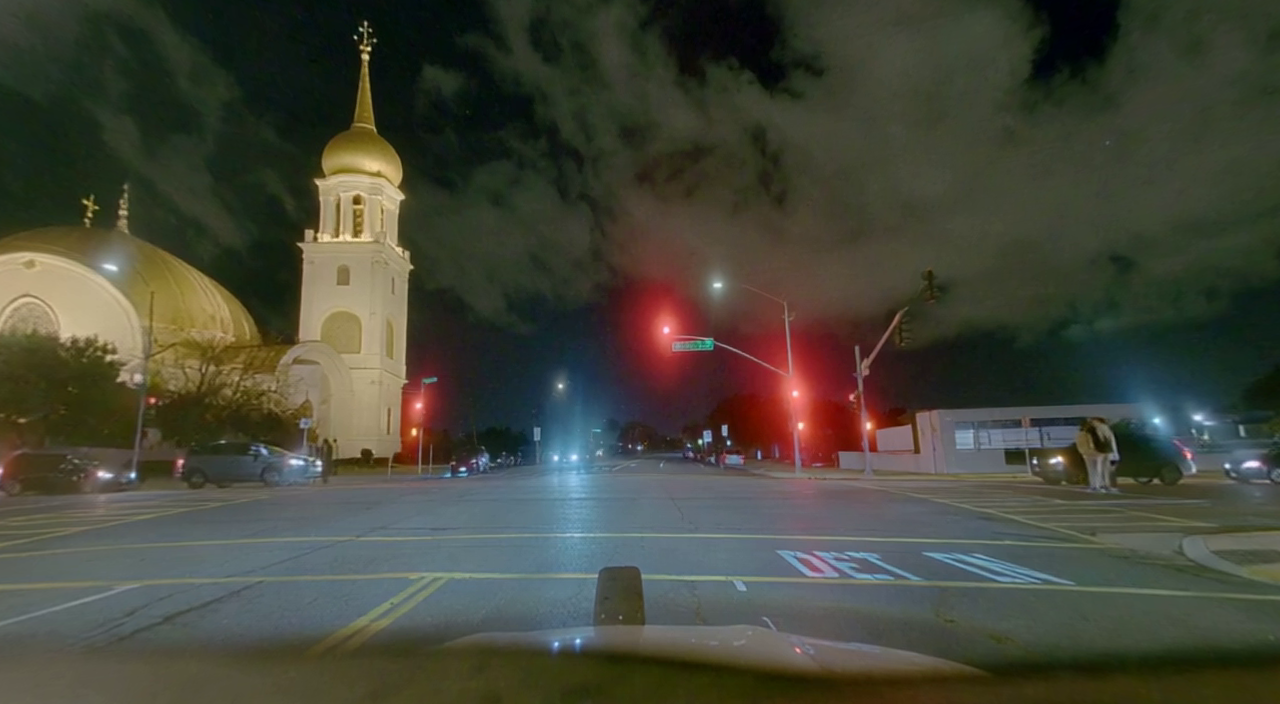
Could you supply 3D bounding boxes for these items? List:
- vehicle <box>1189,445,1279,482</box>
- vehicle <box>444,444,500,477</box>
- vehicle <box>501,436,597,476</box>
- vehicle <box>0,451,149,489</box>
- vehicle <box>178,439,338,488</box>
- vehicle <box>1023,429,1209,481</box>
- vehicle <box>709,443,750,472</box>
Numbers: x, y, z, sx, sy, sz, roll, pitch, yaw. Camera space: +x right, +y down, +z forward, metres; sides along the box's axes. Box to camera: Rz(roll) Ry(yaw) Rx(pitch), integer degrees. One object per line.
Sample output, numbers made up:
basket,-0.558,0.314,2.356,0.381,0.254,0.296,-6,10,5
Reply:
vehicle,26.335,4.671,26.667,4.561,1.475,1.850,0,-8,0
vehicle,-10.244,6.613,38.923,2.076,1.876,4.669,0,-8,1
vehicle,-4.135,4.854,29.706,2.223,1.692,4.688,-4,-9,25
vehicle,-23.386,4.888,26.209,4.479,1.476,1.873,0,-8,2
vehicle,-14.069,4.110,23.517,4.567,1.724,2.051,0,-8,-1
vehicle,19.832,4.317,26.575,5.852,2.057,2.361,0,-8,1
vehicle,5.820,6.859,41.480,1.969,1.776,4.329,0,-8,-2
